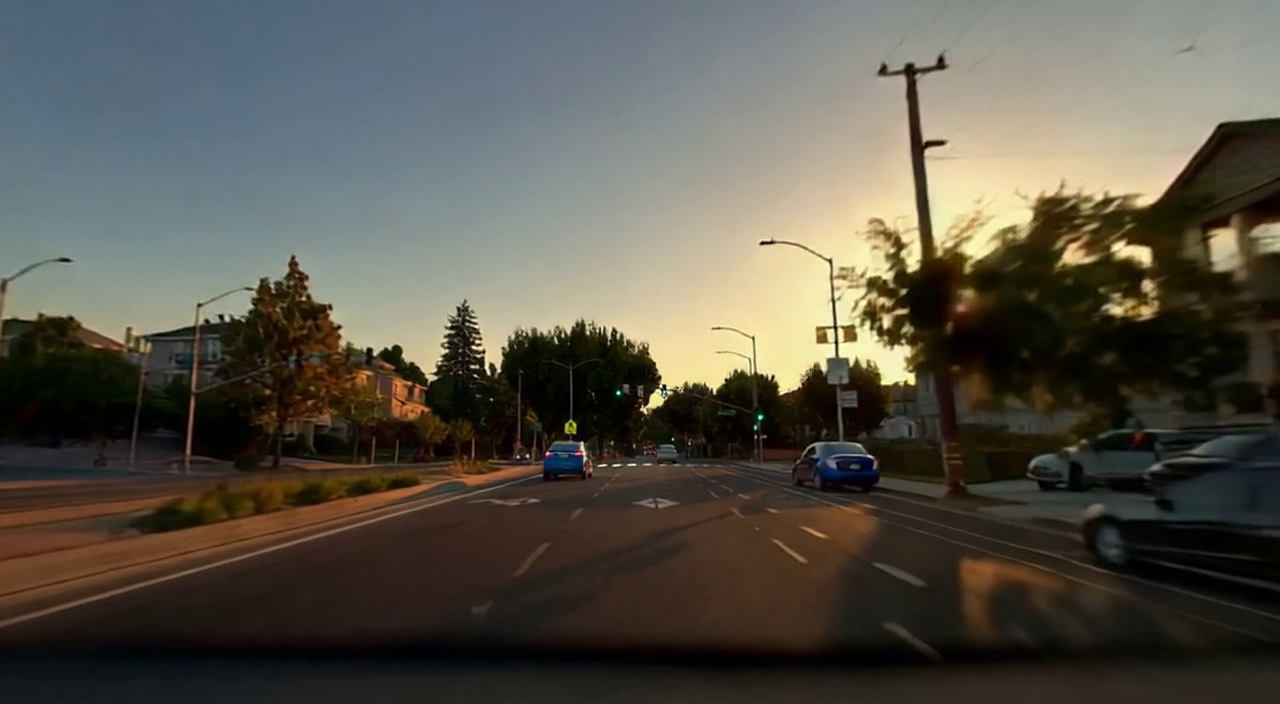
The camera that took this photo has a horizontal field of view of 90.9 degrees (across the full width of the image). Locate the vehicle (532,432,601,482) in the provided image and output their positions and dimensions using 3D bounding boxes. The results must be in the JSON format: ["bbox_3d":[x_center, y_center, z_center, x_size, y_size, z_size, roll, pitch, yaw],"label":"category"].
[{"bbox_3d":[-2.863,4.228,25.600,2.150,1.812,4.423,0,-8,1],"label":"vehicle"}]

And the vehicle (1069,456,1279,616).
[{"bbox_3d":[6.126,1.608,5.701,1.784,1.253,3.905,0,-8,1],"label":"vehicle"}]

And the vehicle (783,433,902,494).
[{"bbox_3d":[6.273,3.519,20.254,2.038,1.687,4.985,0,-8,-2],"label":"vehicle"}]

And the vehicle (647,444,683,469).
[{"bbox_3d":[1.496,6.514,39.537,2.075,1.480,3.920,0,-8,0],"label":"vehicle"}]
